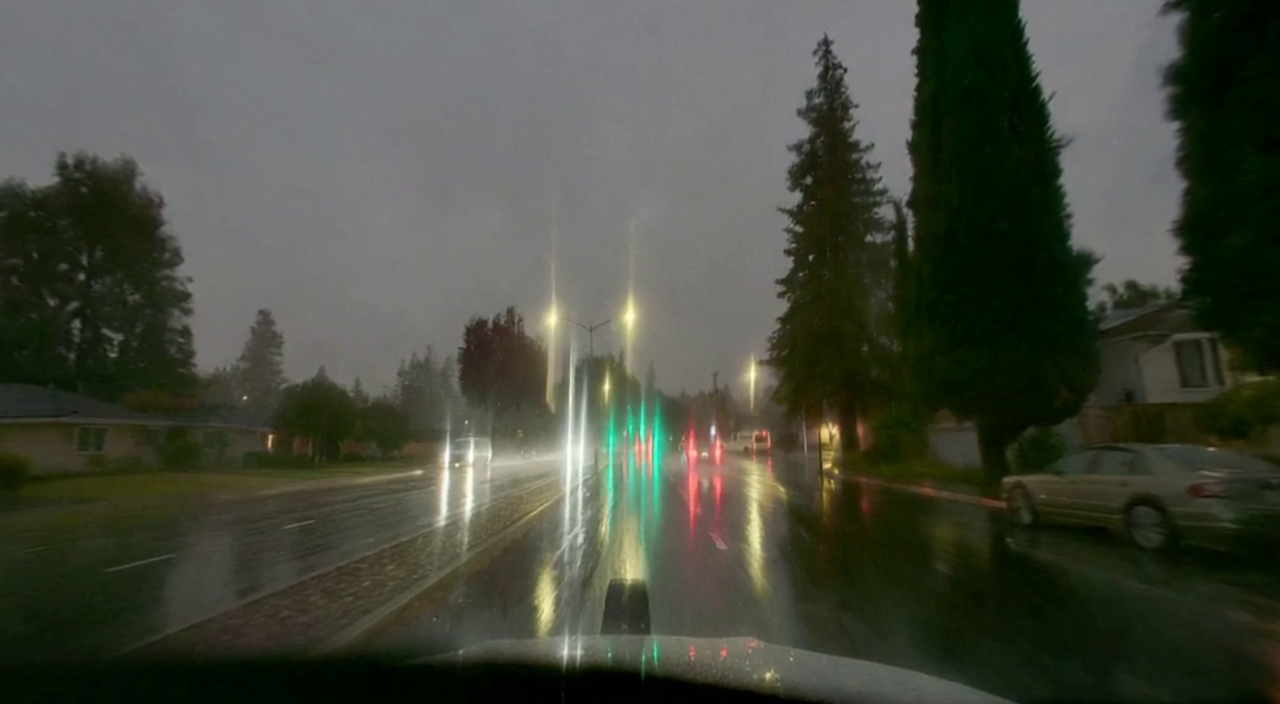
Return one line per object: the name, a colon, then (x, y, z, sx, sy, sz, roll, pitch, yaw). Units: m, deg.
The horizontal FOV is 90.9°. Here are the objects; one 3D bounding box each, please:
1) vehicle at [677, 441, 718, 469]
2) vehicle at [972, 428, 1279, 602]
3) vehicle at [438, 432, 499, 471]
vehicle: (3.222, 5.837, 35.915, 1.960, 1.479, 4.086, 0, -8, 0)
vehicle: (6.453, 1.760, 7.870, 1.999, 1.476, 4.791, 0, -8, 0)
vehicle: (-11.564, 6.761, 42.970, 2.347, 2.428, 6.149, 0, -8, 1)
